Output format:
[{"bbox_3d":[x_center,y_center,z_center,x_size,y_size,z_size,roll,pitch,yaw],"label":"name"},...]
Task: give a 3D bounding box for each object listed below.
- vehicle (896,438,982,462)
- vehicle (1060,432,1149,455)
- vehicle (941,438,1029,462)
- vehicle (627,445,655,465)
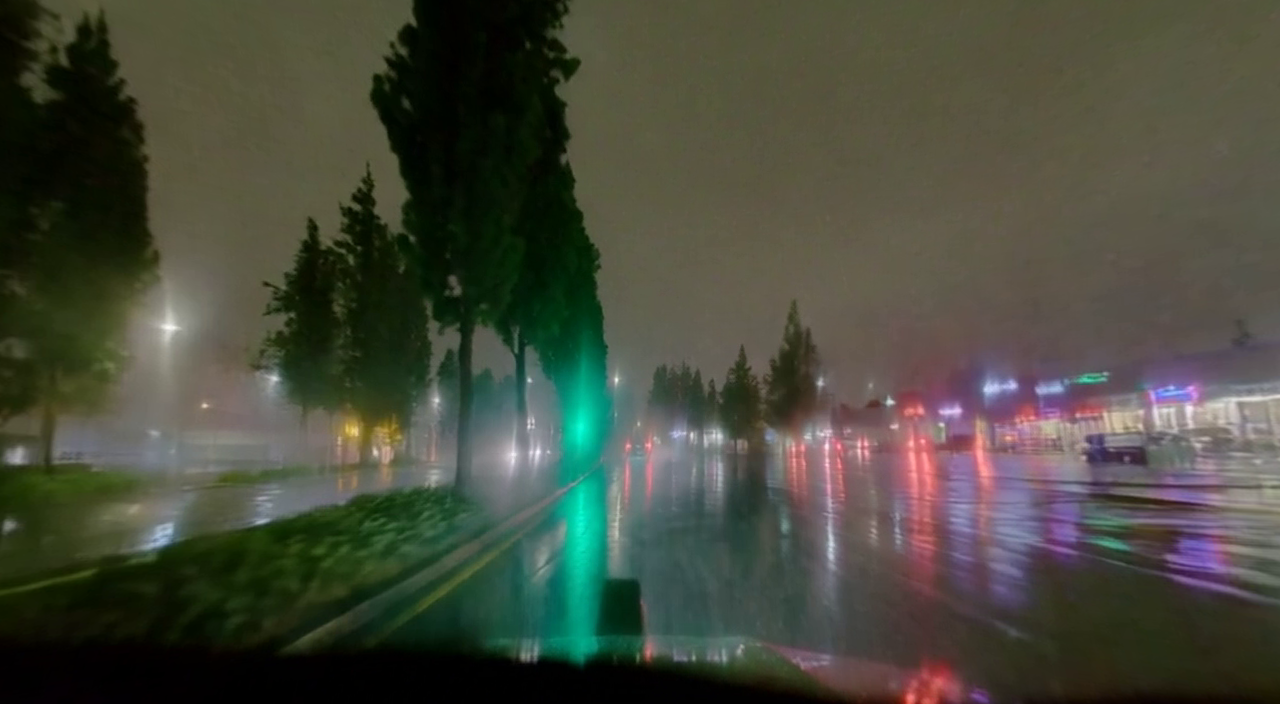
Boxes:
[{"bbox_3d":[19.960,6.569,42.361,2.048,1.462,4.802,5,-10,-32],"label":"vehicle"},{"bbox_3d":[31.459,6.231,42.907,1.927,1.464,4.368,3,-9,-23],"label":"vehicle"},{"bbox_3d":[22.977,6.517,42.265,2.072,1.469,4.661,6,-10,-35],"label":"vehicle"},{"bbox_3d":[0.057,8.089,49.671,2.159,1.461,4.142,0,-9,-1],"label":"vehicle"}]
